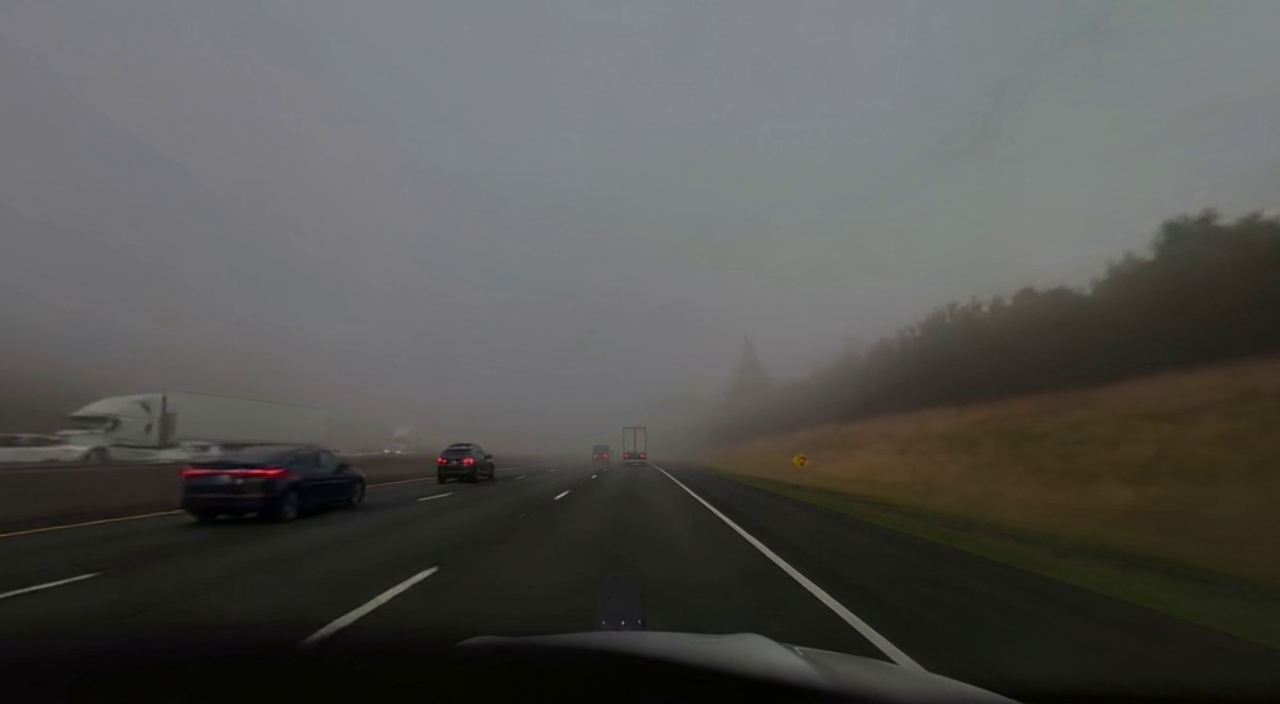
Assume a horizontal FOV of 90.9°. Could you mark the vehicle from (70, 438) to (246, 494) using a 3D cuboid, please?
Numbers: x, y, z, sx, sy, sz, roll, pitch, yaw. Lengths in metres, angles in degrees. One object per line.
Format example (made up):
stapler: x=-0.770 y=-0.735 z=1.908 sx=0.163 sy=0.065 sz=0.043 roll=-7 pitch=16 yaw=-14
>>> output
vehicle: x=-14.699 y=3.500 z=19.655 sx=1.817 sy=1.508 sz=4.734 roll=0 pitch=-9 yaw=-1

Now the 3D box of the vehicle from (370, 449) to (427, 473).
vehicle: x=-14.839 y=6.721 z=38.922 sx=1.927 sy=1.393 sz=4.071 roll=0 pitch=-9 yaw=-1

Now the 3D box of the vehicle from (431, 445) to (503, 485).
vehicle: x=-7.815 y=5.129 z=28.900 sx=2.004 sy=1.629 sz=4.506 roll=0 pitch=-9 yaw=0

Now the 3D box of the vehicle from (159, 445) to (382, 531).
vehicle: x=-7.231 y=2.671 z=13.025 sx=1.895 sy=1.446 sz=4.456 roll=0 pitch=-9 yaw=0

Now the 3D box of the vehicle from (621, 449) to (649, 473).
vehicle: x=-0.359 y=7.917 z=45.959 sx=2.009 sy=1.657 sz=3.962 roll=0 pitch=-9 yaw=0
